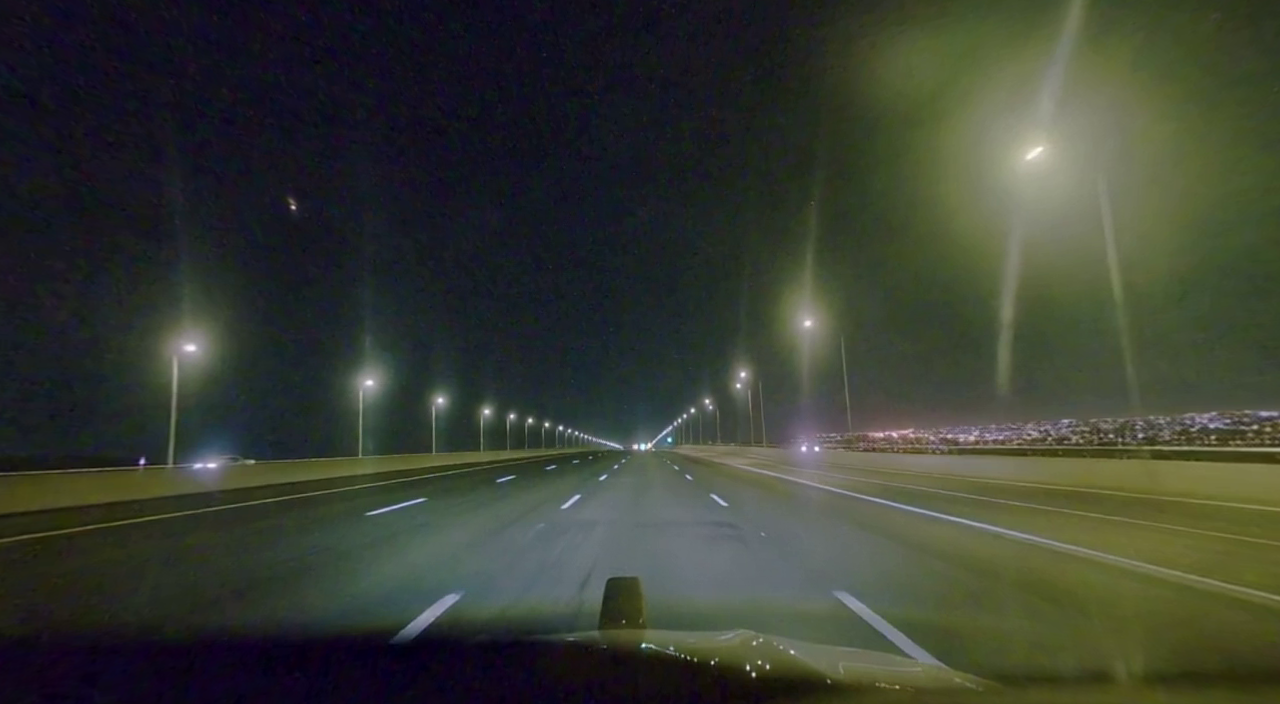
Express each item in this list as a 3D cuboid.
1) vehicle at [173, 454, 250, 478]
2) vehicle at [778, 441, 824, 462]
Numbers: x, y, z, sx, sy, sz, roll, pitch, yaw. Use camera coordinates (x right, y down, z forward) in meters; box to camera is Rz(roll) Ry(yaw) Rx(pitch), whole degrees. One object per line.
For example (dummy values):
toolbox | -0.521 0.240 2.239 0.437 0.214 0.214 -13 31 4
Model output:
vehicle | -29.905 7.928 44.209 2.089 1.493 4.781 0 -8 0
vehicle | 12.031 7.465 47.584 1.977 1.528 5.111 0 -8 -2
